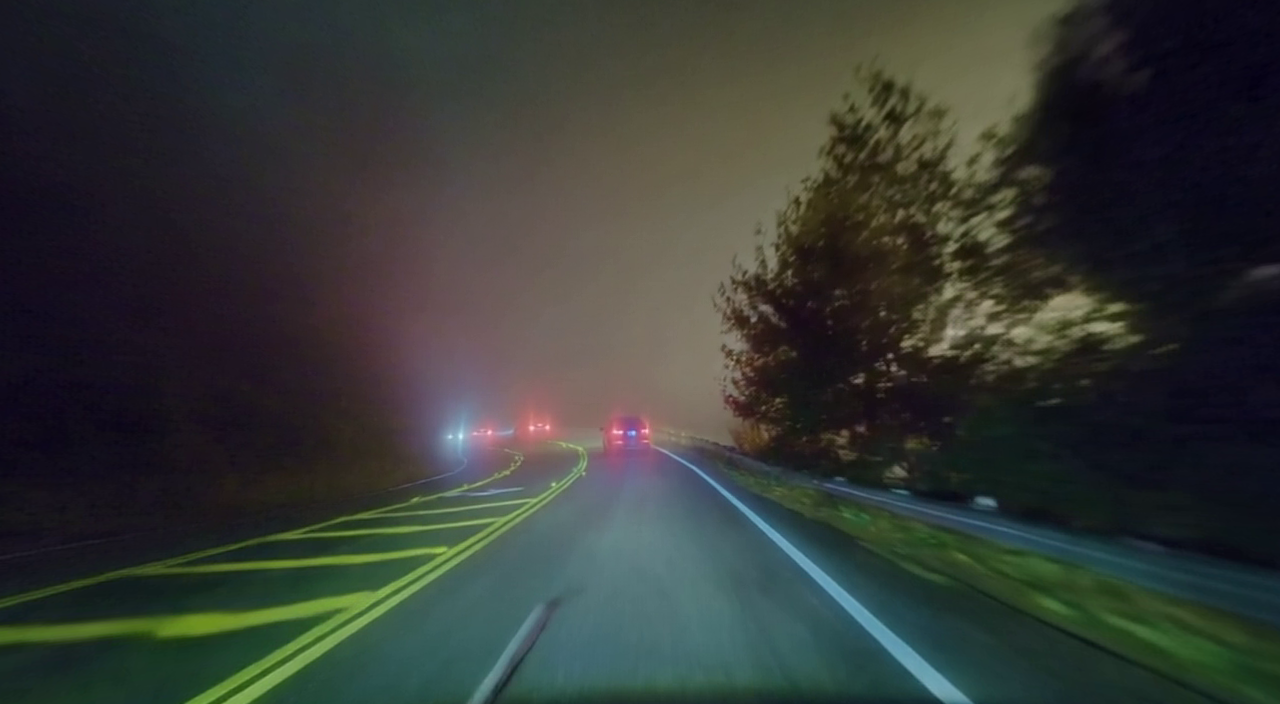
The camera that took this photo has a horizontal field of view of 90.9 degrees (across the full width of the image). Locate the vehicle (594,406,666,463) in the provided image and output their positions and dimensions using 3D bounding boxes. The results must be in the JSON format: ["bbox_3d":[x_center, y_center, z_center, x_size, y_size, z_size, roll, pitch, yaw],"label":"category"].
[{"bbox_3d":[-0.567,3.434,26.159,2.500,1.961,5.637,-3,-8,-5],"label":"vehicle"}]
